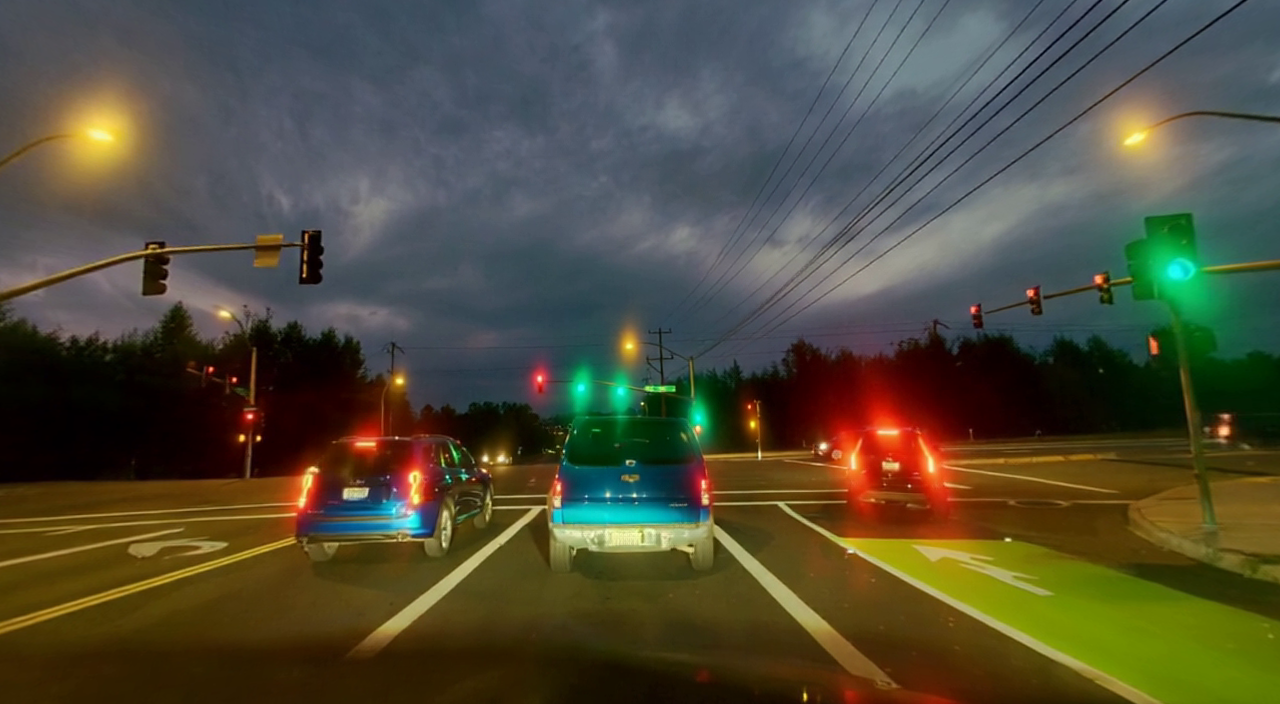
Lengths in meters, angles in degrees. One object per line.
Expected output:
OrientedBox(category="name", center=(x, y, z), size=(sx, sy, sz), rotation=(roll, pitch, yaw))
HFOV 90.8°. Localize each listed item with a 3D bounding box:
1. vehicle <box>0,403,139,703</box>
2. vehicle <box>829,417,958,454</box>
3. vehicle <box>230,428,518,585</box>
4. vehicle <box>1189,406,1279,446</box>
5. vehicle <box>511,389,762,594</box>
OrientedBox(category="vehicle", center=(-3.350, 0.660, 0.442), size=(1.928, 1.488, 4.936), rotation=(0, -8, 0))
OrientedBox(category="vehicle", center=(13.836, 4.603, 34.823), size=(6.143, 1.944, 2.229), rotation=(-1, -8, 5))
OrientedBox(category="vehicle", center=(-2.933, 1.766, 8.002), size=(1.969, 1.486, 3.702), rotation=(0, -8, 1))
OrientedBox(category="vehicle", center=(27.208, 3.202, 27.195), size=(4.977, 1.648, 2.088), rotation=(-1, -8, 5))
OrientedBox(category="vehicle", center=(-0.062, 1.512, 7.598), size=(2.182, 1.773, 4.041), rotation=(0, -8, -1))
